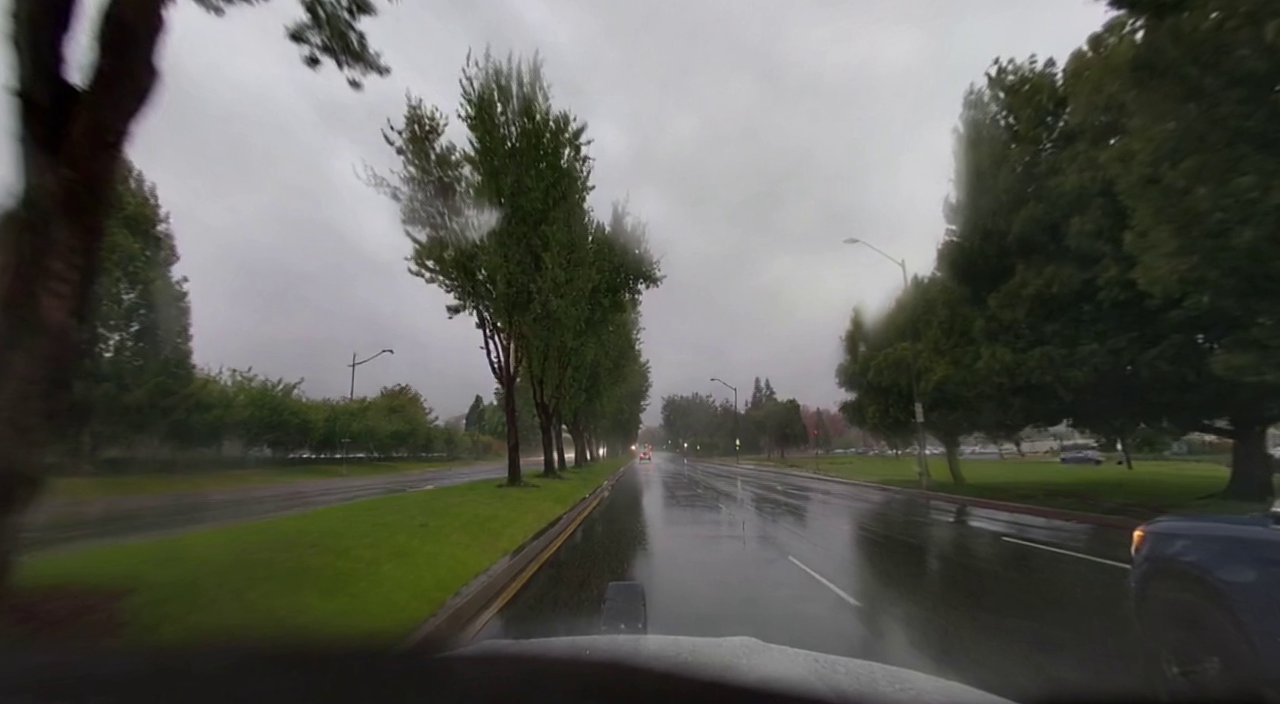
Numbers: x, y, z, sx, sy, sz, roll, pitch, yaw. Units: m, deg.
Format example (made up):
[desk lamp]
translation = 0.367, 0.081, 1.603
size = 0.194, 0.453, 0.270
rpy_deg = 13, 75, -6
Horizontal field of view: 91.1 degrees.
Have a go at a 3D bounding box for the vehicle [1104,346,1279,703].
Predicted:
[vehicle]
translation = 3.726, 0.627, 1.038
size = 2.087, 1.759, 5.040
rpy_deg = 0, -8, 1
